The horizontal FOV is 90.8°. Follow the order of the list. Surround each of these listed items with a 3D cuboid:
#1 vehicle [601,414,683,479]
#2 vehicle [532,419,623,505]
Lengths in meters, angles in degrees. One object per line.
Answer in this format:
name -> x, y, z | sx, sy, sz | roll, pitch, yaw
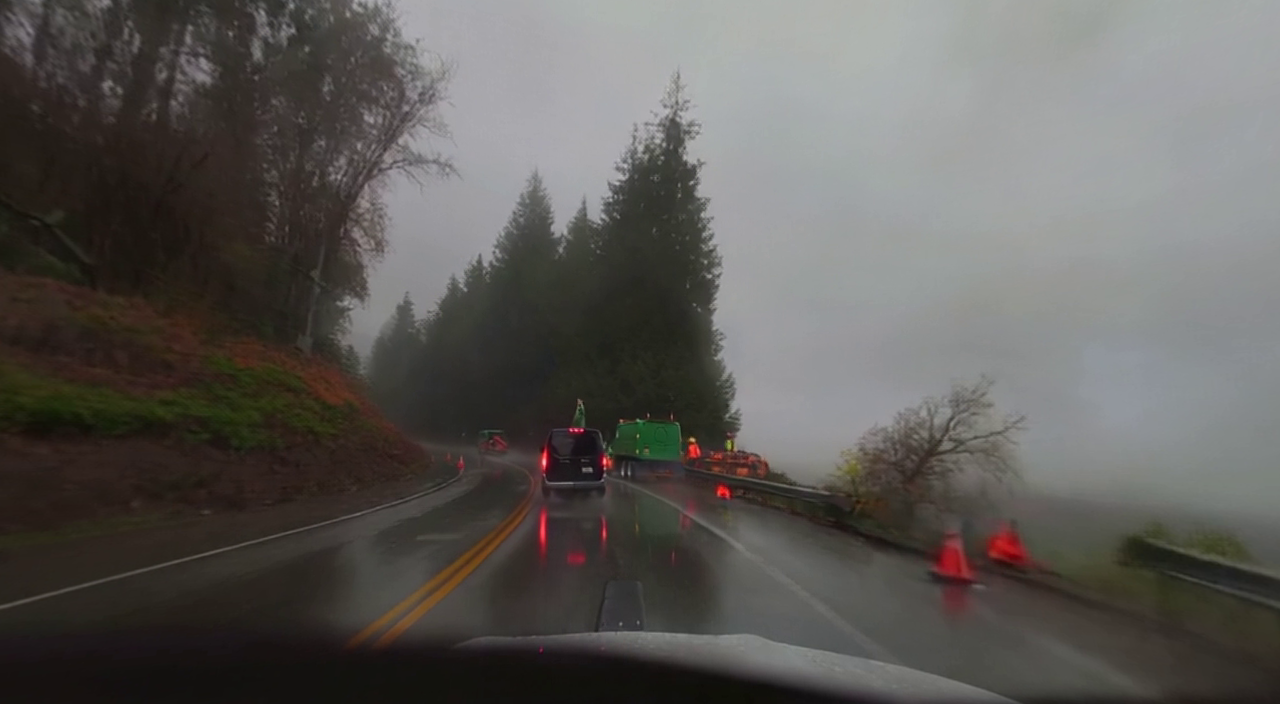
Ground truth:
vehicle -> -0.151, 5.459, 36.864 | 3.126, 3.310, 8.534 | 1, -8, -11
vehicle -> -1.966, 3.252, 19.069 | 2.362, 2.223, 4.892 | 1, -9, -8
